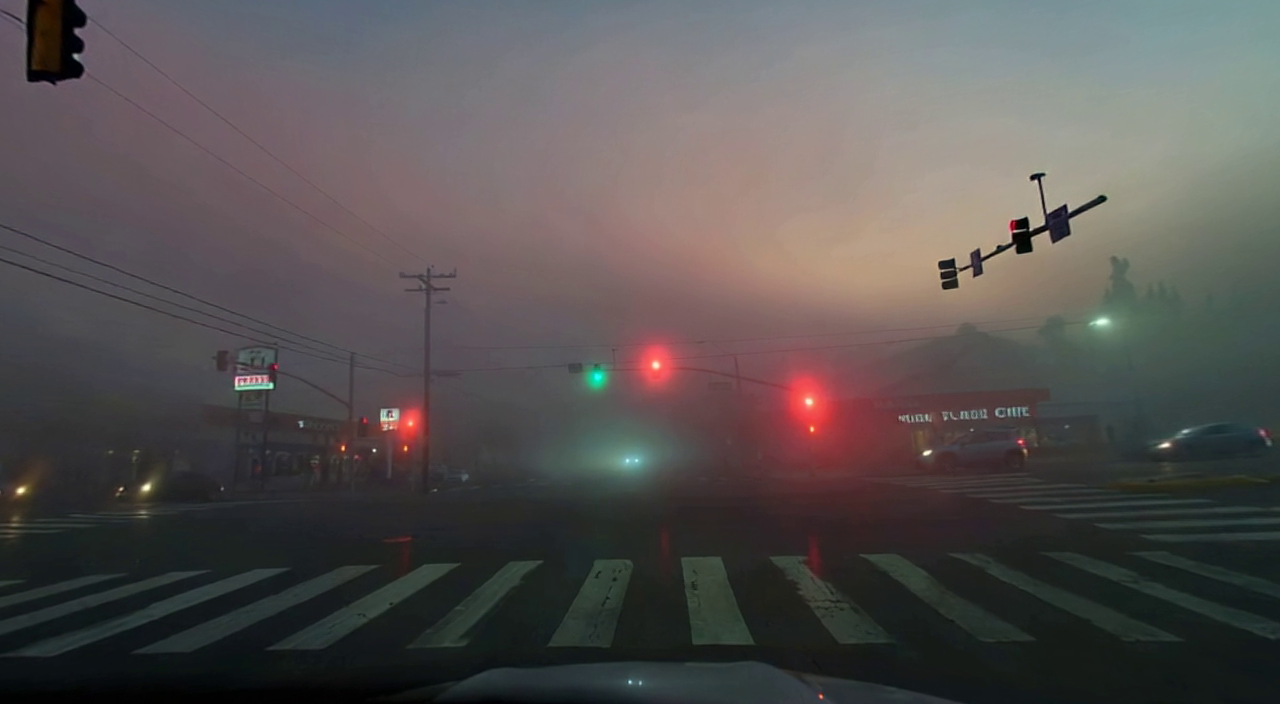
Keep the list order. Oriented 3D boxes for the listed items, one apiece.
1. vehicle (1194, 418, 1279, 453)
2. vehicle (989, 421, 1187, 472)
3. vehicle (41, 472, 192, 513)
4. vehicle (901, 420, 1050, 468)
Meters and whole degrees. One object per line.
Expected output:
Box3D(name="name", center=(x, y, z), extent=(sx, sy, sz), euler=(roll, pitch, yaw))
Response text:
Box3D(name="vehicle", center=(28.064, 3.700, 28.030), extent=(4.728, 1.468, 2.083), euler=(-4, -9, 24))
Box3D(name="vehicle", center=(14.356, 3.097, 20.625), extent=(4.835, 1.487, 1.913), euler=(-4, -9, 20))
Box3D(name="vehicle", center=(-21.172, 5.677, 25.656), extent=(4.676, 1.463, 1.909), euler=(-1, -8, 6))
Box3D(name="vehicle", center=(13.020, 3.652, 24.948), extent=(4.916, 1.730, 1.986), euler=(-4, -9, 21))
